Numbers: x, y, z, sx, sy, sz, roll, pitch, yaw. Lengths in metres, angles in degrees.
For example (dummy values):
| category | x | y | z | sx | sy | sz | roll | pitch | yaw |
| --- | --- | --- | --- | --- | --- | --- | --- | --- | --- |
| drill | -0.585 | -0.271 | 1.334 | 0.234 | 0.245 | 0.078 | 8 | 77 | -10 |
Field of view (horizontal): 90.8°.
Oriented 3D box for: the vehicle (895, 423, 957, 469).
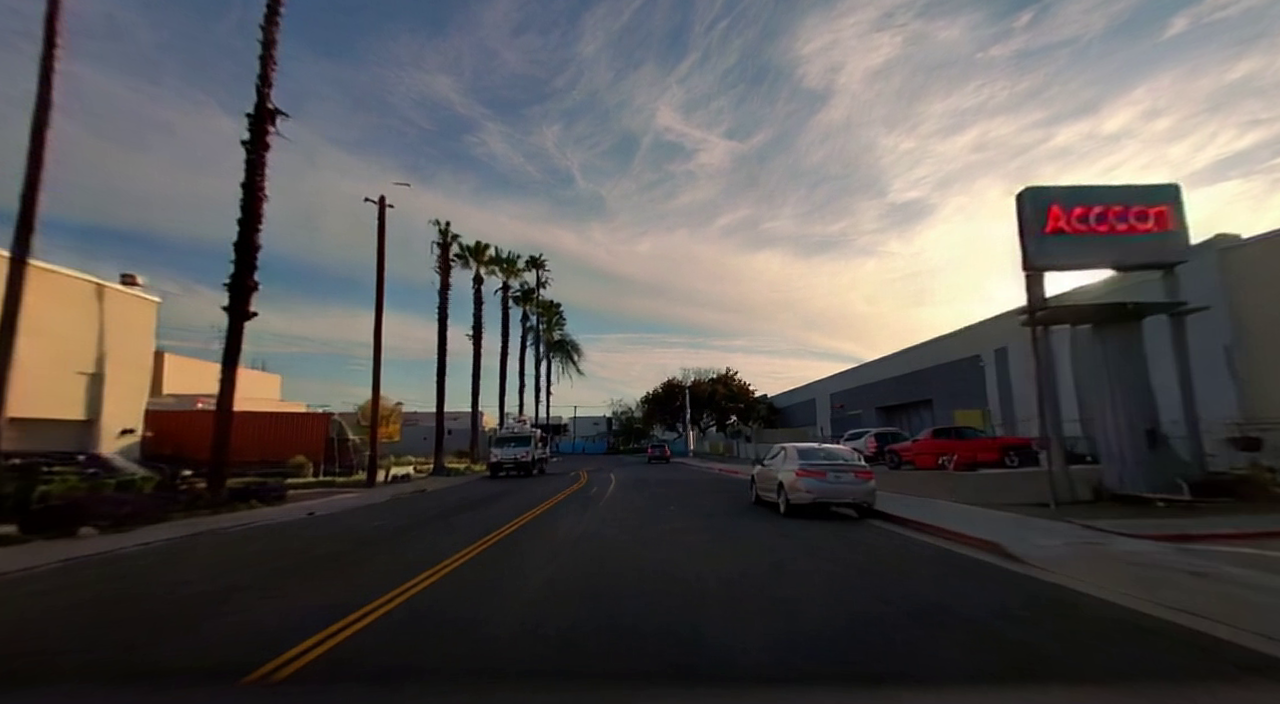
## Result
| category | x | y | z | sx | sy | sz | roll | pitch | yaw |
| --- | --- | --- | --- | --- | --- | --- | --- | --- | --- |
| vehicle | 12.434 | 4.120 | 27.707 | 2.159 | 1.840 | 4.404 | -4 | -9 | 21 |

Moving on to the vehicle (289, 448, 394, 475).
| category | x | y | z | sx | sy | sz | roll | pitch | yaw |
| --- | --- | --- | --- | --- | --- | --- | --- | --- | --- |
| vehicle | -16.844 | 6.176 | 35.769 | 4.890 | 1.483 | 2.055 | -1 | -9 | 2 |

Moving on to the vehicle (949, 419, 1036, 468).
| category | x | y | z | sx | sy | sz | roll | pitch | yaw |
| --- | --- | --- | --- | --- | --- | --- | --- | --- | --- |
| vehicle | 15.068 | 3.968 | 27.339 | 2.311 | 1.876 | 4.987 | -3 | -9 | 19 |

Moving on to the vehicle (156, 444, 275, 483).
| category | x | y | z | sx | sy | sz | roll | pitch | yaw |
| --- | --- | --- | --- | --- | --- | --- | --- | --- | --- |
| vehicle | -20.631 | 5.416 | 31.094 | 2.152 | 1.746 | 5.461 | 0 | -9 | -1 |

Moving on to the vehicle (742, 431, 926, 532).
| category | x | y | z | sx | sy | sz | roll | pitch | yaw |
| --- | --- | --- | --- | --- | --- | --- | --- | --- | --- |
| vehicle | 3.548 | 2.460 | 12.654 | 2.111 | 1.611 | 4.576 | 0 | -9 | -1 |

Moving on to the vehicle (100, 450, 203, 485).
| category | x | y | z | sx | sy | sz | roll | pitch | yaw |
| --- | --- | --- | --- | --- | --- | --- | --- | --- | --- |
| vehicle | -23.280 | 5.499 | 30.313 | 1.836 | 1.508 | 3.915 | 0 | -9 | -1 |

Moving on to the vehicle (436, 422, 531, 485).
| category | x | y | z | sx | sy | sz | roll | pitch | yaw |
| --- | --- | --- | --- | --- | --- | --- | --- | --- | --- |
| vehicle | -7.790 | 5.167 | 32.461 | 2.845 | 2.738 | 7.208 | -3 | -8 | 2 |

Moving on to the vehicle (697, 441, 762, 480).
| category | x | y | z | sx | sy | sz | roll | pitch | yaw |
| --- | --- | --- | --- | --- | --- | --- | --- | --- | --- |
| vehicle | 3.839 | 4.777 | 28.100 | 2.246 | 1.533 | 4.971 | 0 | -9 | 1 |
